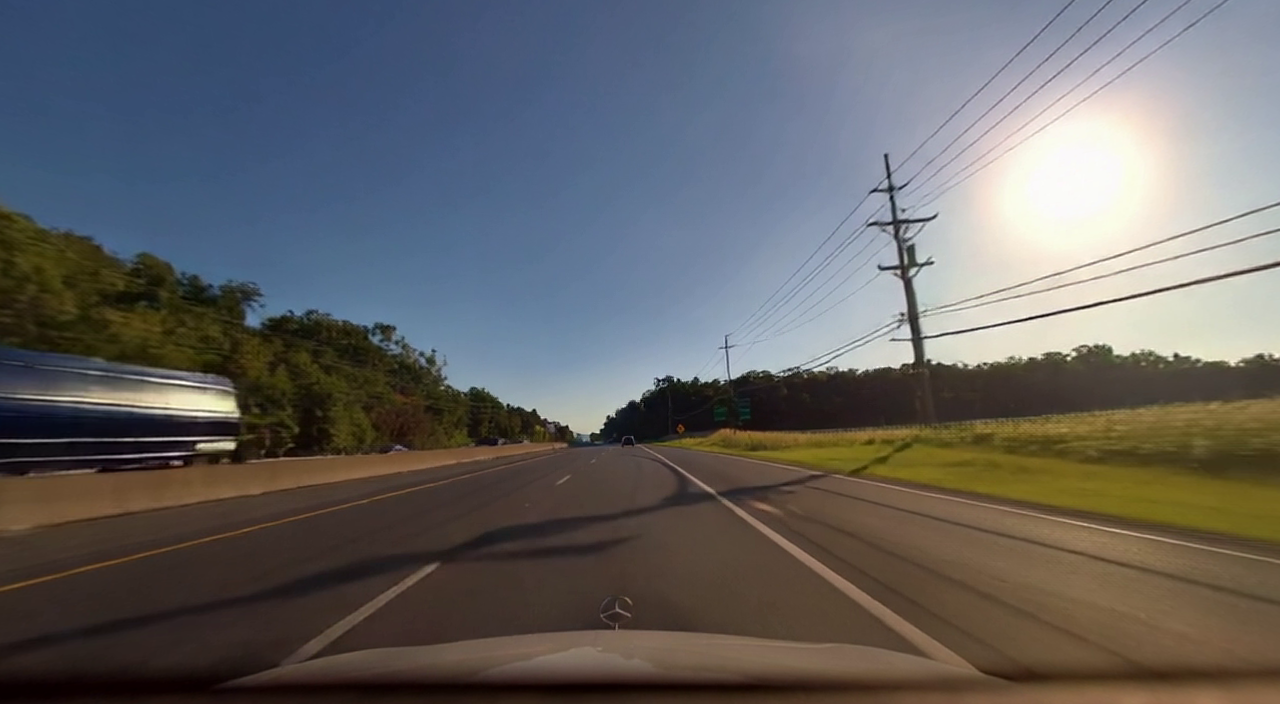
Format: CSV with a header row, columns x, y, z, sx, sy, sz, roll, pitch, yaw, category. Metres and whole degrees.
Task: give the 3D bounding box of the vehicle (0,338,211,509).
x,y,z,sx,sy,sz,roll,pitch,yaw,category
-17.368,1.941,16.601,2.873,4.208,13.588,-1,-8,-1,vehicle
